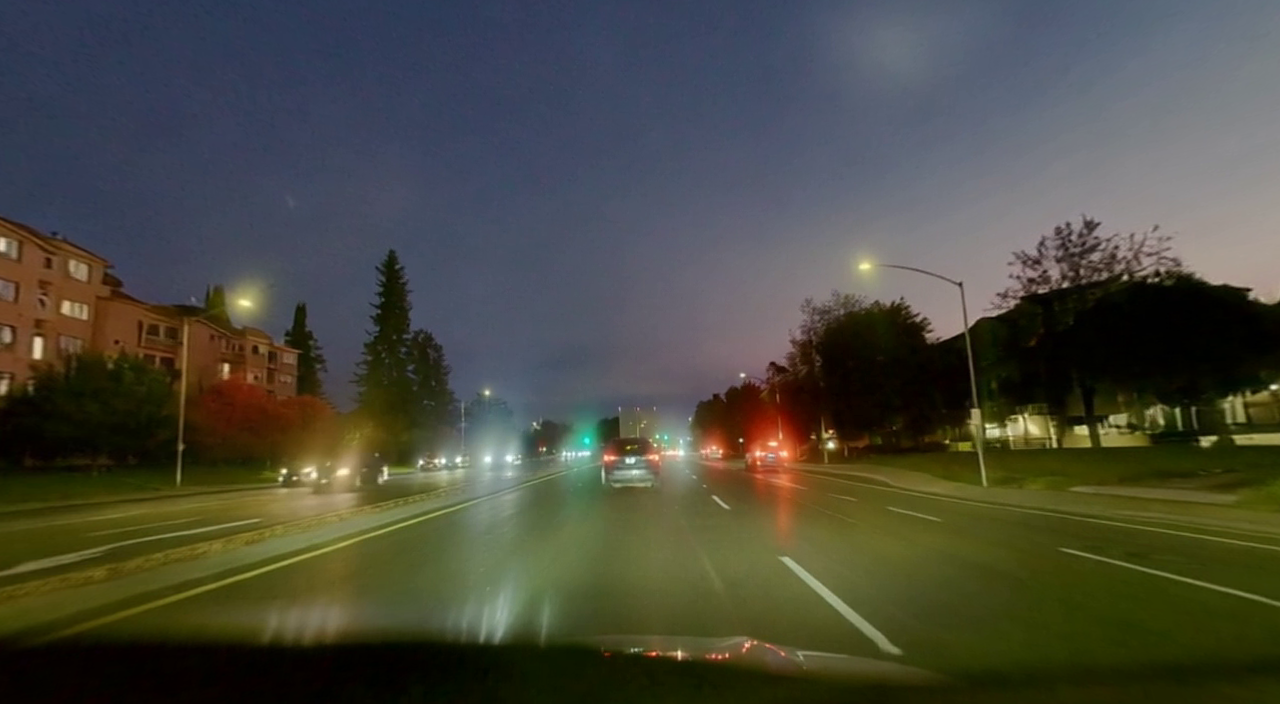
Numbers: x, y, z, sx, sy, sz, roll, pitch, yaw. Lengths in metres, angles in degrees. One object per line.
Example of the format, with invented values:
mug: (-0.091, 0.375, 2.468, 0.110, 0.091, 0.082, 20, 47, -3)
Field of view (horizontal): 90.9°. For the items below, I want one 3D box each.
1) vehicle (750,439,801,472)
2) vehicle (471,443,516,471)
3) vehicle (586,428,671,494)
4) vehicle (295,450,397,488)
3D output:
vehicle: (7.597, 5.825, 35.781, 1.971, 1.722, 4.341, 0, -8, 1)
vehicle: (-9.926, 7.136, 43.080, 2.010, 1.760, 4.406, 0, -8, 1)
vehicle: (-0.300, 3.349, 19.659, 2.332, 1.798, 4.546, 0, -8, 0)
vehicle: (-13.343, 5.298, 28.970, 2.198, 1.550, 4.824, 0, -8, 2)
